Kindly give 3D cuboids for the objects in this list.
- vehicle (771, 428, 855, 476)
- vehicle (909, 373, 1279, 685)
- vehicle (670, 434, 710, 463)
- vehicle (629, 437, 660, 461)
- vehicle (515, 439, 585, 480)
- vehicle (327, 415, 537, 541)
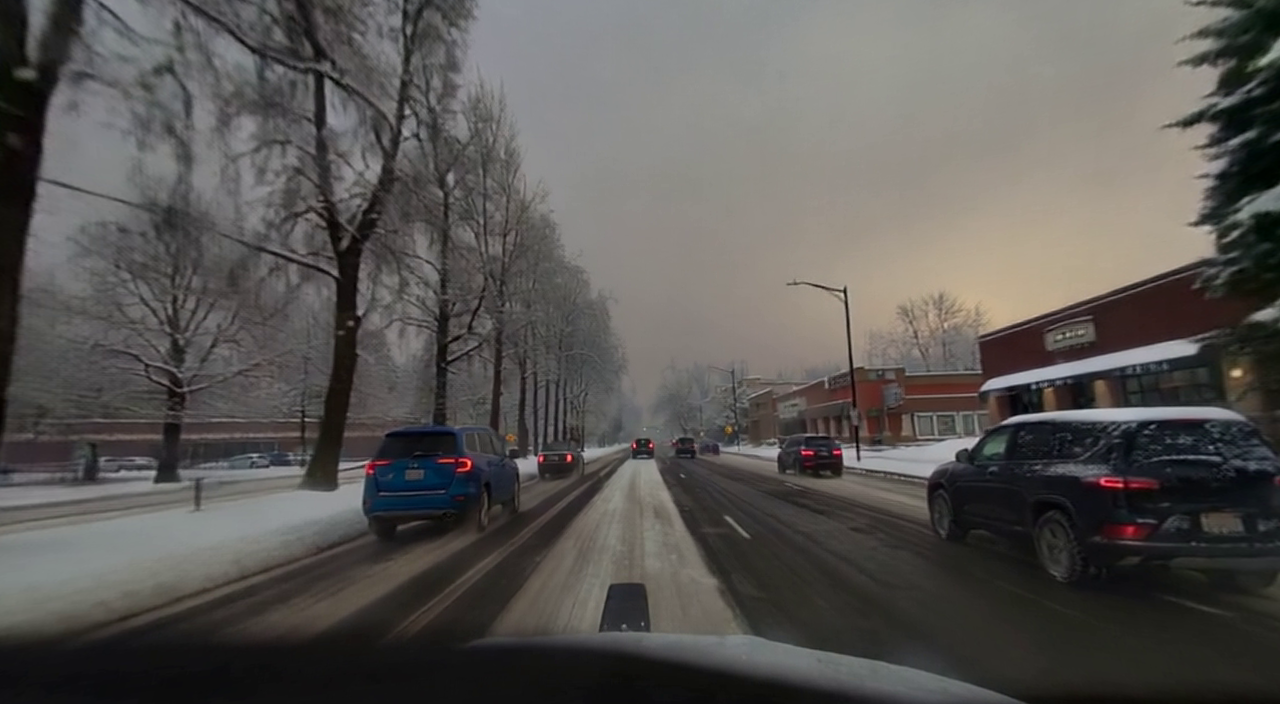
[{"bbox_3d":[6.957,4.089,25.850,2.076,1.793,4.464,0,-9,-1],"label":"vehicle"},{"bbox_3d":[4.323,1.275,5.649,2.088,1.666,4.512,-1,-9,4],"label":"vehicle"},{"bbox_3d":[3.269,6.501,42.293,2.178,1.804,4.766,0,-9,-1],"label":"vehicle"},{"bbox_3d":[0.314,7.526,48.894,2.304,1.795,4.526,0,-9,0],"label":"vehicle"},{"bbox_3d":[-3.453,4.244,25.019,2.036,1.465,4.301,0,-9,1],"label":"vehicle"},{"bbox_3d":[-3.259,2.089,11.020,2.141,1.719,4.379,0,-9,0],"label":"vehicle"}]
